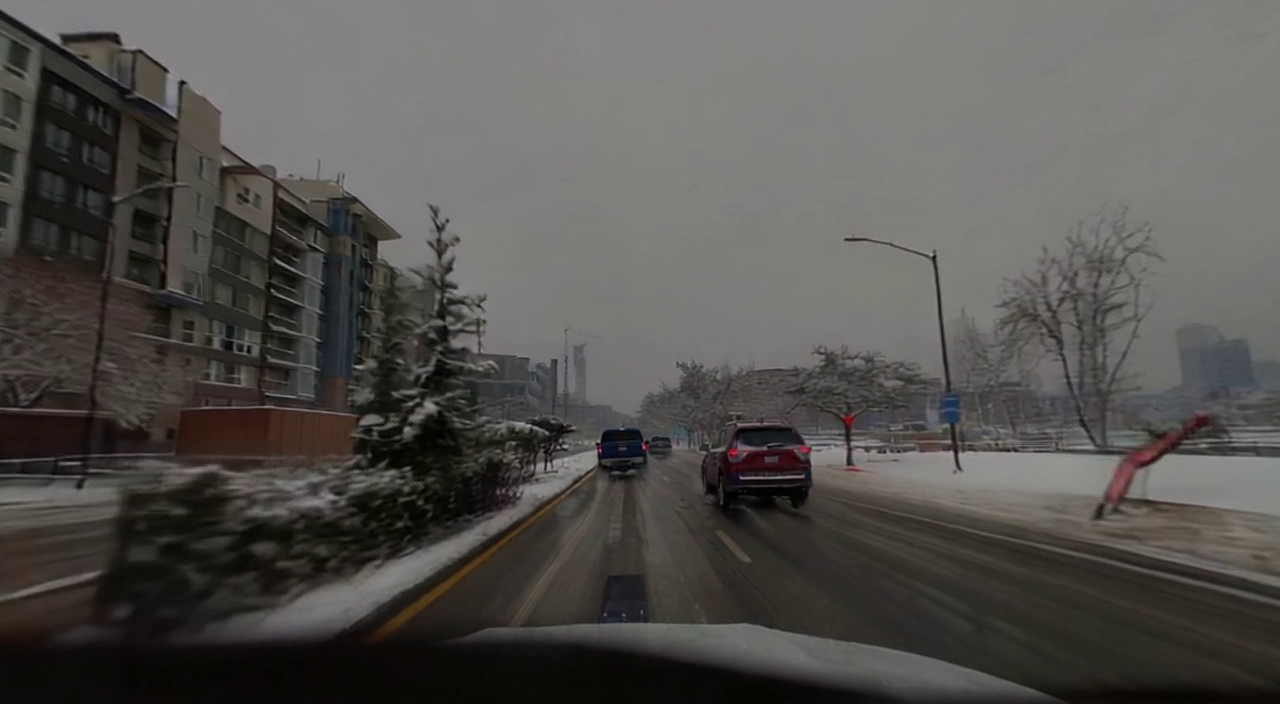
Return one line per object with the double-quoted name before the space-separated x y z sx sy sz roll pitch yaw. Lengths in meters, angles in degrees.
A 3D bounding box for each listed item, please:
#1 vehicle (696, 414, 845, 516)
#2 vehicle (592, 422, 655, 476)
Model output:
"vehicle" 2.618 2.461 14.199 2.120 1.828 5.531 0 -8 -1
"vehicle" -0.757 4.747 30.843 2.762 2.309 6.723 0 -8 -1
